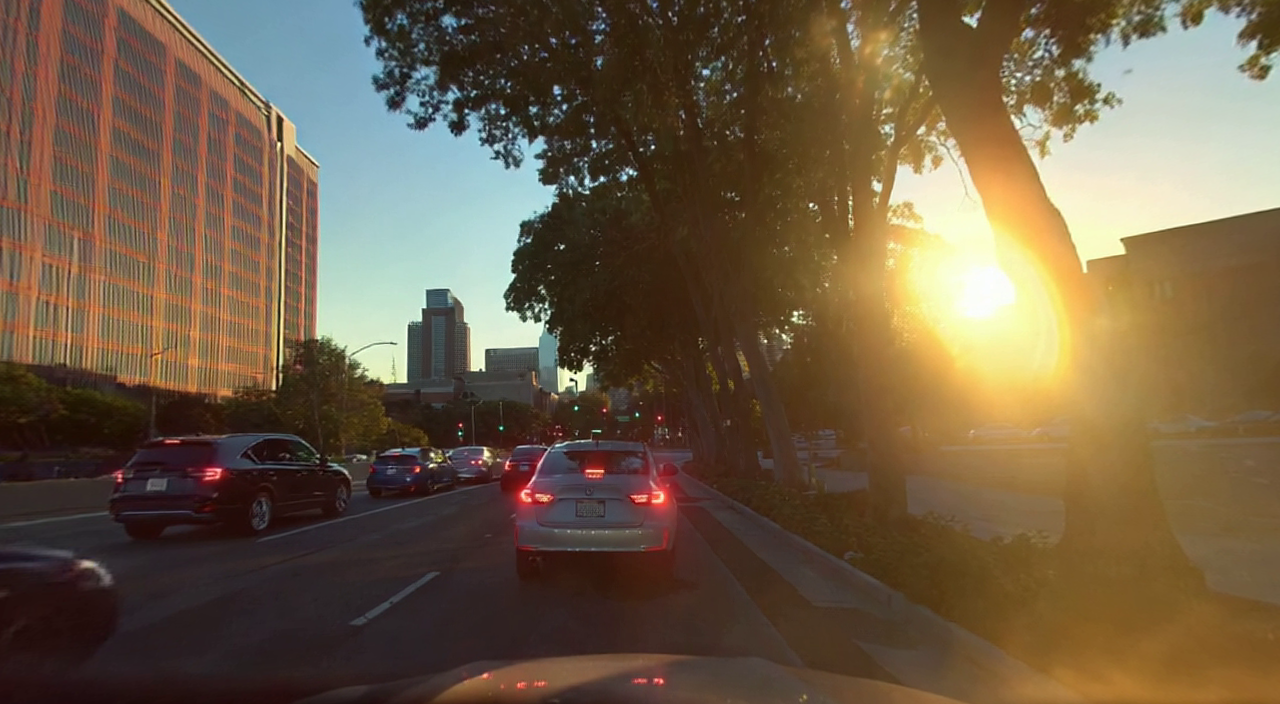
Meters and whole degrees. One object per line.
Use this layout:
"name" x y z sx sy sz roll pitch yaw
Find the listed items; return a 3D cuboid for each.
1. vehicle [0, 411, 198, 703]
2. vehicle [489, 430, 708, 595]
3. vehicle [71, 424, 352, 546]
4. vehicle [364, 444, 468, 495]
"vehicle" -4.018 0.893 1.976 1.913 1.521 4.539 0 -9 1
"vehicle" -0.398 1.817 8.024 2.066 1.544 3.954 0 -9 0
"vehicle" -7.314 2.284 11.508 2.068 1.784 4.224 0 -9 1
"vehicle" -7.366 3.884 21.273 1.851 1.532 4.279 0 -9 1
